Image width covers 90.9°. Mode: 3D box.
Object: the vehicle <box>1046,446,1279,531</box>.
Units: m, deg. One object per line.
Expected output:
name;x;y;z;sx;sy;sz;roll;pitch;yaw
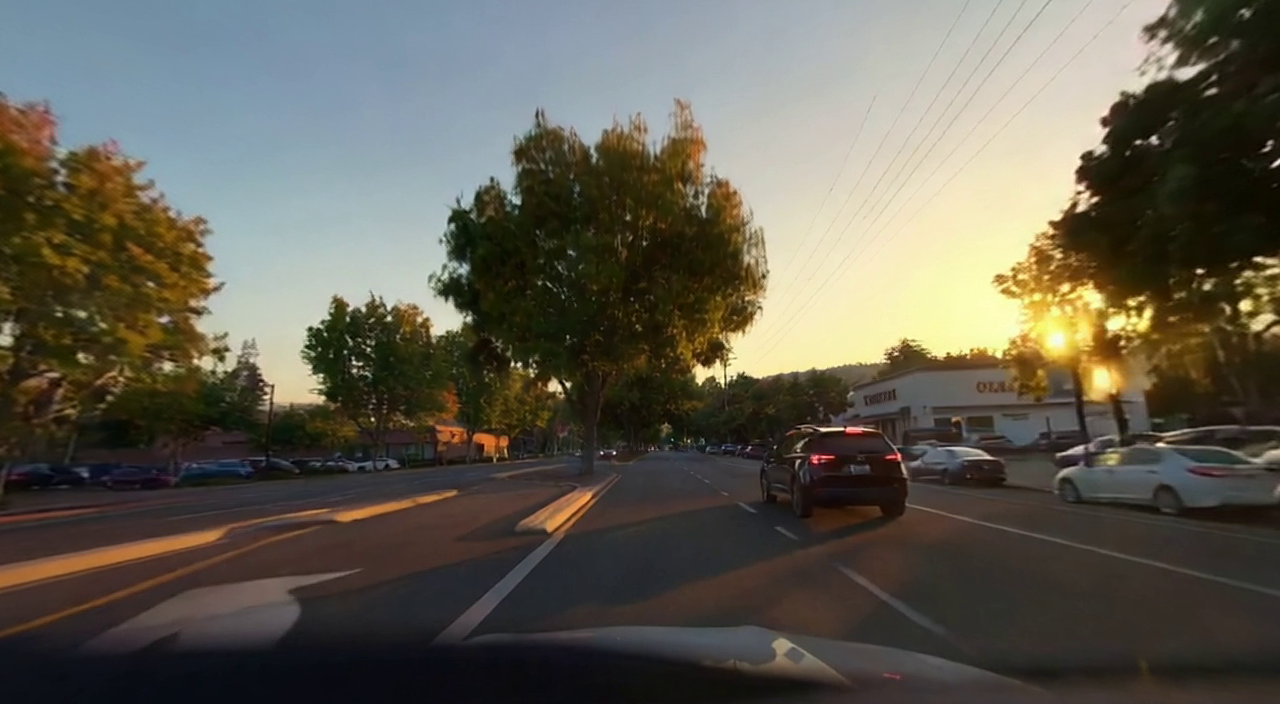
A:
vehicle;10.925;2.715;13.279;1.821;1.463;4.437;0;-8;1

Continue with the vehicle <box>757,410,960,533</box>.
vehicle;3.711;2.139;11.808;2.183;1.845;4.482;0;-8;0

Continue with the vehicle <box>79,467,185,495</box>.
vehicle;-29.448;7.466;36.634;4.483;1.480;2.045;-1;-9;4

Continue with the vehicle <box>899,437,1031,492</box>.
vehicle;10.968;3.799;21.719;2.154;1.678;4.428;0;-9;0
